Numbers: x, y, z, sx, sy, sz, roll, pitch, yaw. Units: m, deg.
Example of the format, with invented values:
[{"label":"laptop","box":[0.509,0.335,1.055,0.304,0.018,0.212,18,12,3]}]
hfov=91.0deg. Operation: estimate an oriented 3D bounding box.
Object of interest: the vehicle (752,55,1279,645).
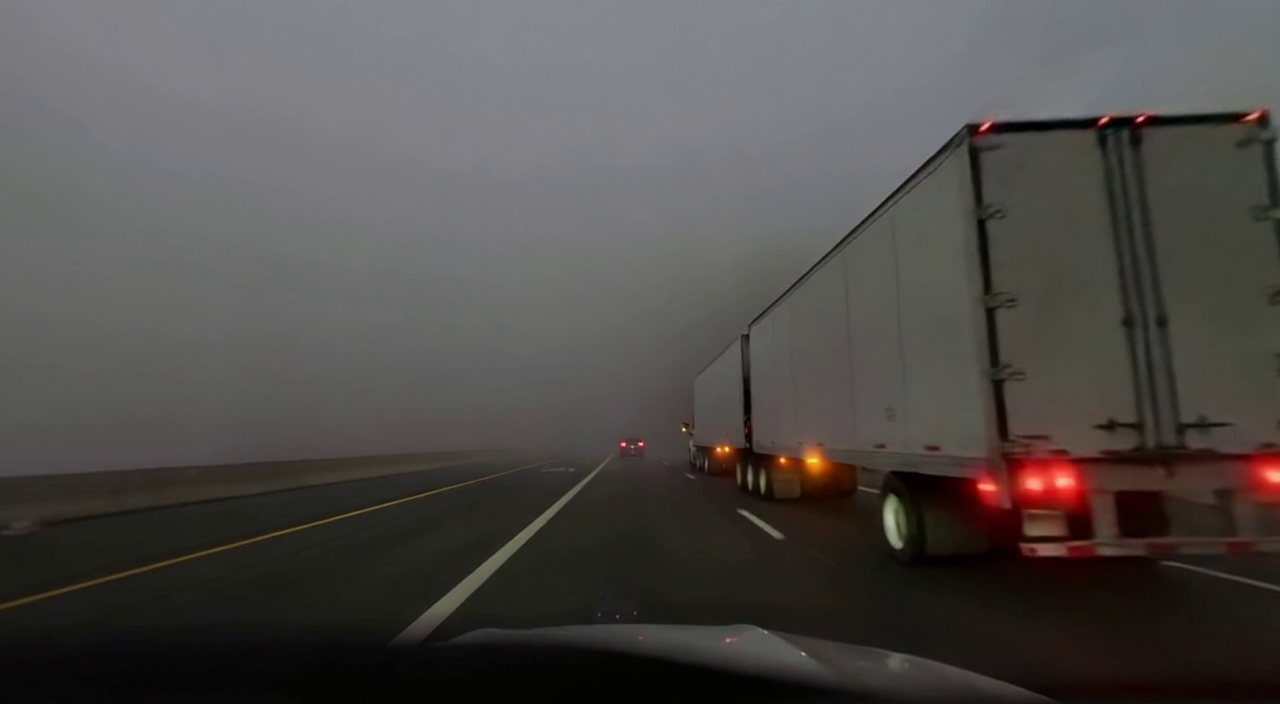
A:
[{"label":"vehicle","box":[3.872,0.454,8.498,2.967,3.961,8.660,-1,-8,-1]}]

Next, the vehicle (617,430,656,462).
[{"label":"vehicle","box":[-0.271,6.333,42.698,2.456,2.007,4.728,-1,-8,-1]}]
